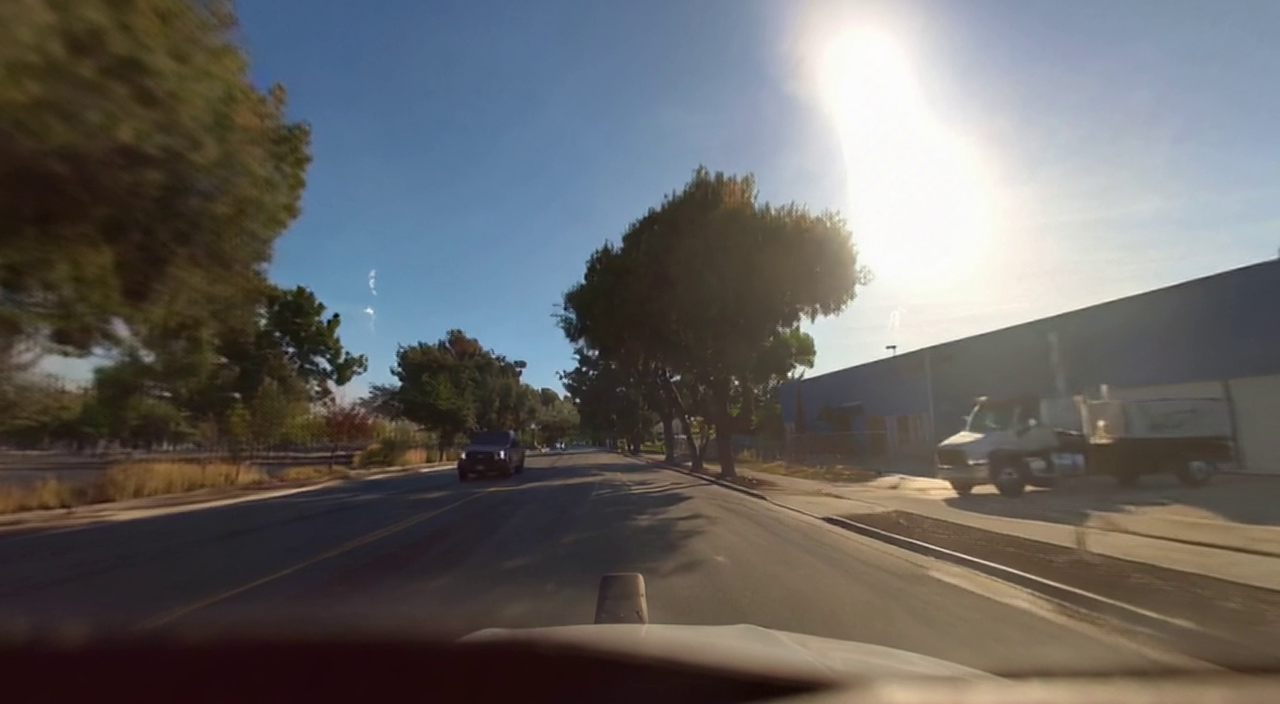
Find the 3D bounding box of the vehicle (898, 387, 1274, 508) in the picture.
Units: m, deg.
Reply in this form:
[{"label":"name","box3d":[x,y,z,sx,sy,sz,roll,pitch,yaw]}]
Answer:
[{"label":"vehicle","box3d":[10.429,2.277,15.250,7.188,2.416,2.528,-1,-9,-4]}]

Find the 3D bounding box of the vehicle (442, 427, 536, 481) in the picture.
[{"label":"vehicle","box3d":[-6.508,4.500,28.222,2.770,2.135,6.329,0,-8,-2]}]
